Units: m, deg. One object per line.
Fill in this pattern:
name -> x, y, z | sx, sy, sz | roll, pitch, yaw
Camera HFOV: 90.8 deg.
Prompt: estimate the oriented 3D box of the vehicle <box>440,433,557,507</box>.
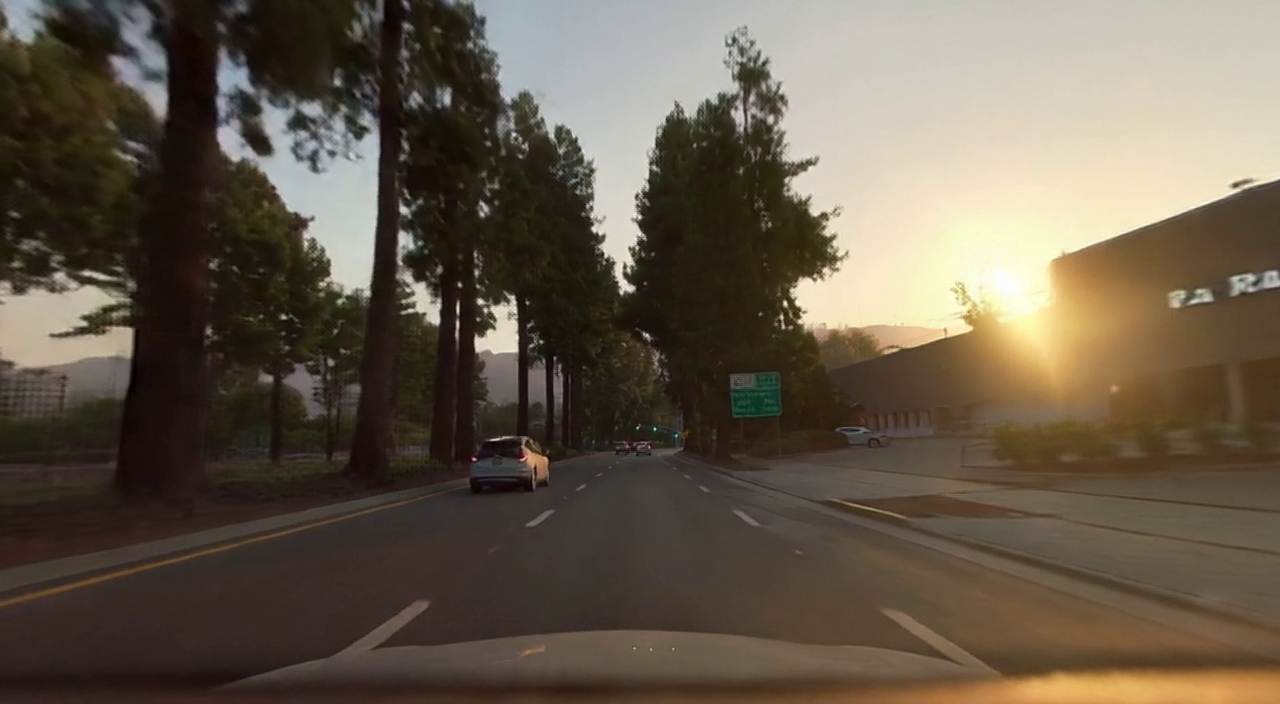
vehicle -> -3.364, 2.898, 15.924 | 1.942, 1.588, 4.172 | 0, -9, 1
